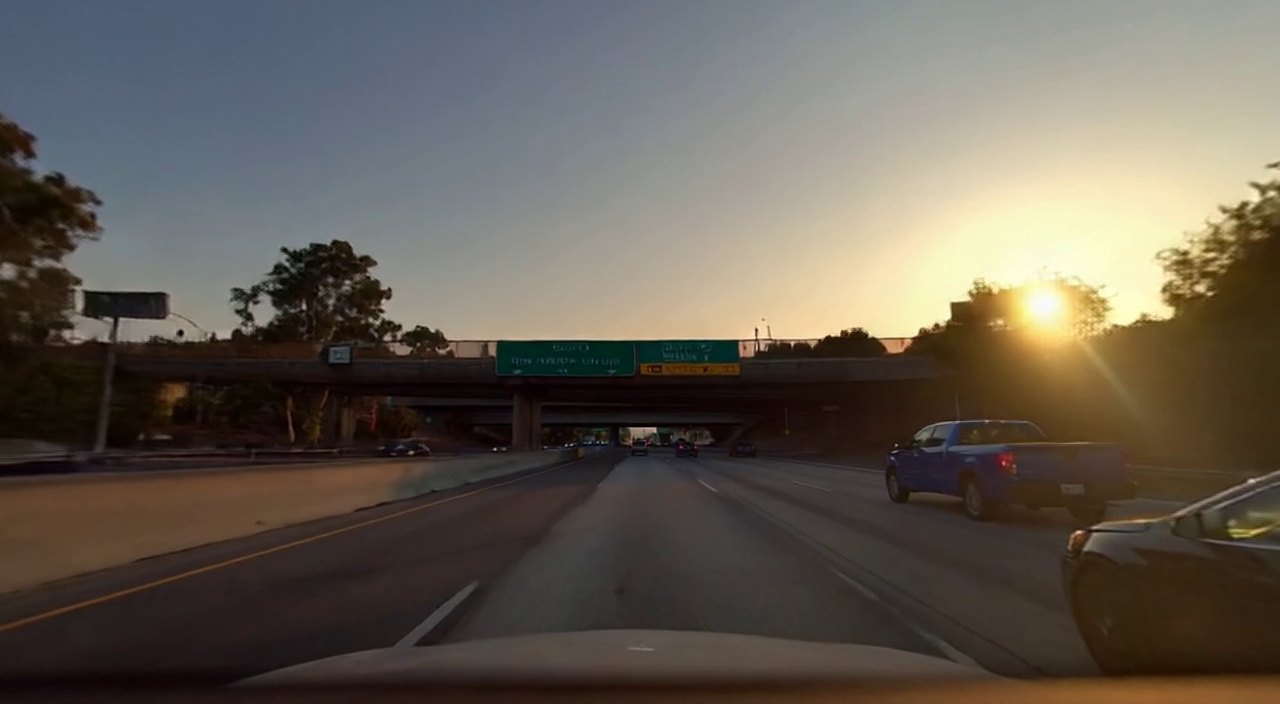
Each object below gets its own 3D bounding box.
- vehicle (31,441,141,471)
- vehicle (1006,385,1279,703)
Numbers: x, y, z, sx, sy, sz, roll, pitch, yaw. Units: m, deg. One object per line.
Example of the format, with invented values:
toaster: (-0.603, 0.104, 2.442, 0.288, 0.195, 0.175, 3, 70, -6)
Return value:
vehicle: (-32.090, 6.042, 36.765, 1.965, 1.603, 4.660, -1, -8, 4)
vehicle: (3.214, 0.749, 1.241, 2.119, 1.524, 4.807, 0, -8, 0)
